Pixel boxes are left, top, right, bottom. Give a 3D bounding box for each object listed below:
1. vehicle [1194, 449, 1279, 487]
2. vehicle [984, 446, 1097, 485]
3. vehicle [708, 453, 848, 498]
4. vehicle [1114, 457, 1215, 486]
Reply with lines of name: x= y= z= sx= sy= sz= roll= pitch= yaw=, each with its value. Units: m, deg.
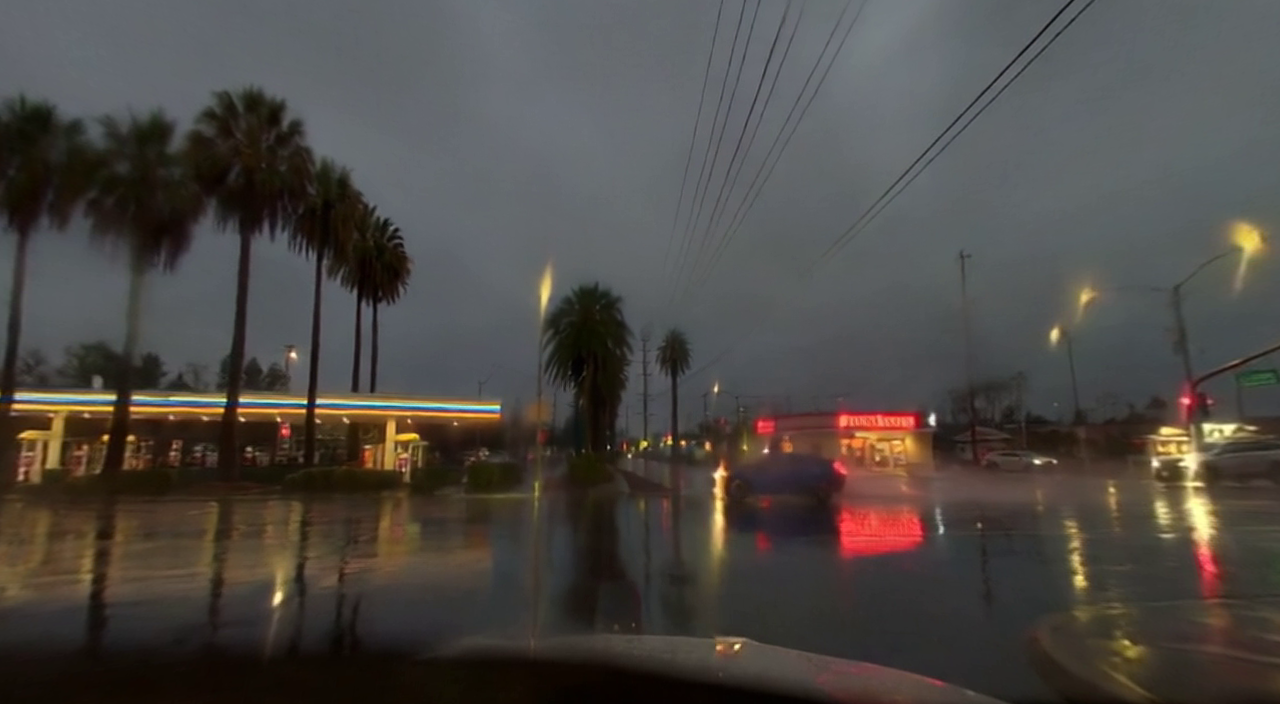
vehicle: x=34.933 y=6.409 z=35.219 sx=2.490 sy=1.958 sz=5.823 roll=1 pitch=-8 yaw=-5
vehicle: x=22.086 y=6.245 z=34.932 sx=4.880 sy=1.754 sz=2.202 roll=-1 pitch=-5 yaw=-6
vehicle: x=4.919 y=4.454 z=22.932 sx=4.570 sy=1.480 sz=1.873 roll=0 pitch=-8 yaw=-4
vehicle: x=31.740 y=7.217 z=38.422 sx=2.074 sy=1.480 sz=4.369 roll=1 pitch=-8 yaw=-6
